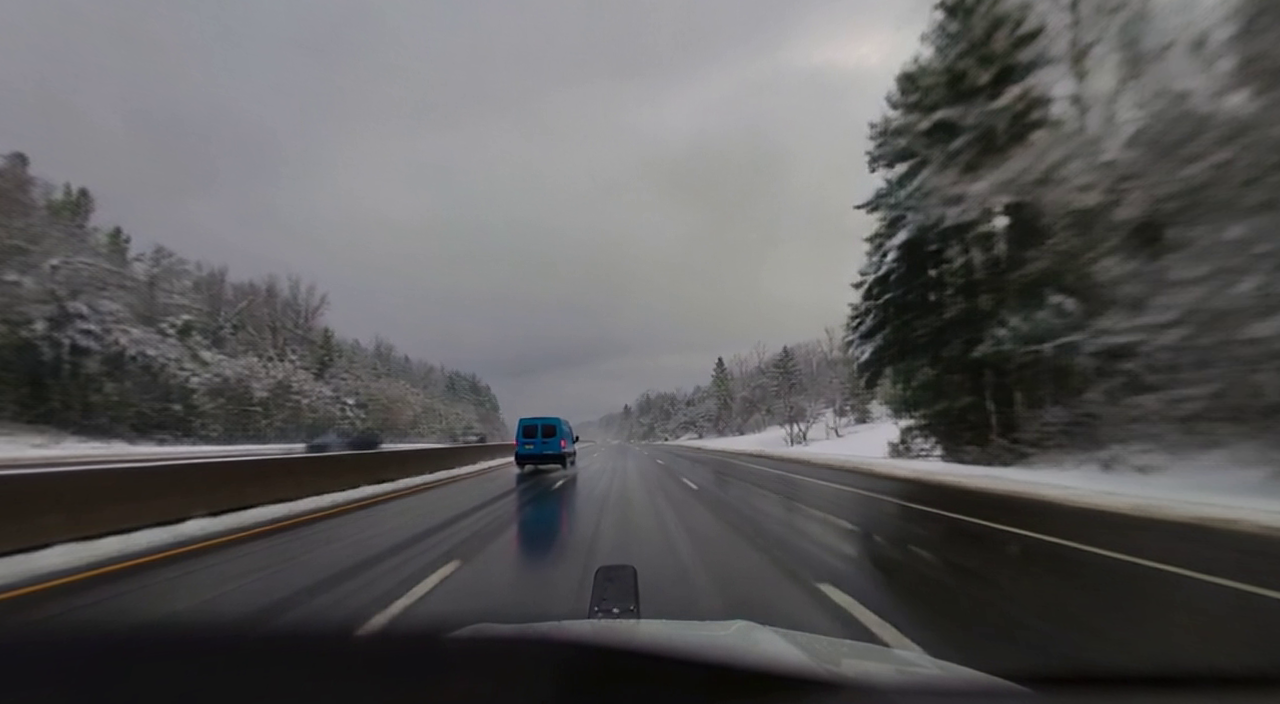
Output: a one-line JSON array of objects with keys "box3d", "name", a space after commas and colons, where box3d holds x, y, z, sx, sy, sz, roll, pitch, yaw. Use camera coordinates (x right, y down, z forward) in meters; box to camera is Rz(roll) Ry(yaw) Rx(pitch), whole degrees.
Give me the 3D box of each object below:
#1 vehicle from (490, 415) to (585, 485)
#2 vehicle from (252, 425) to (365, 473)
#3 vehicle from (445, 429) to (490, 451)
[{"box3d": [-3.152, 3.132, 20.484, 2.297, 2.011, 4.736, 0, -8, 0], "name": "vehicle"}, {"box3d": [-12.590, 3.687, 24.261, 2.113, 1.676, 4.158, 1, -7, -1], "name": "vehicle"}, {"box3d": [-13.140, 6.700, 48.196, 2.128, 1.573, 4.641, 0, -7, 0], "name": "vehicle"}]
